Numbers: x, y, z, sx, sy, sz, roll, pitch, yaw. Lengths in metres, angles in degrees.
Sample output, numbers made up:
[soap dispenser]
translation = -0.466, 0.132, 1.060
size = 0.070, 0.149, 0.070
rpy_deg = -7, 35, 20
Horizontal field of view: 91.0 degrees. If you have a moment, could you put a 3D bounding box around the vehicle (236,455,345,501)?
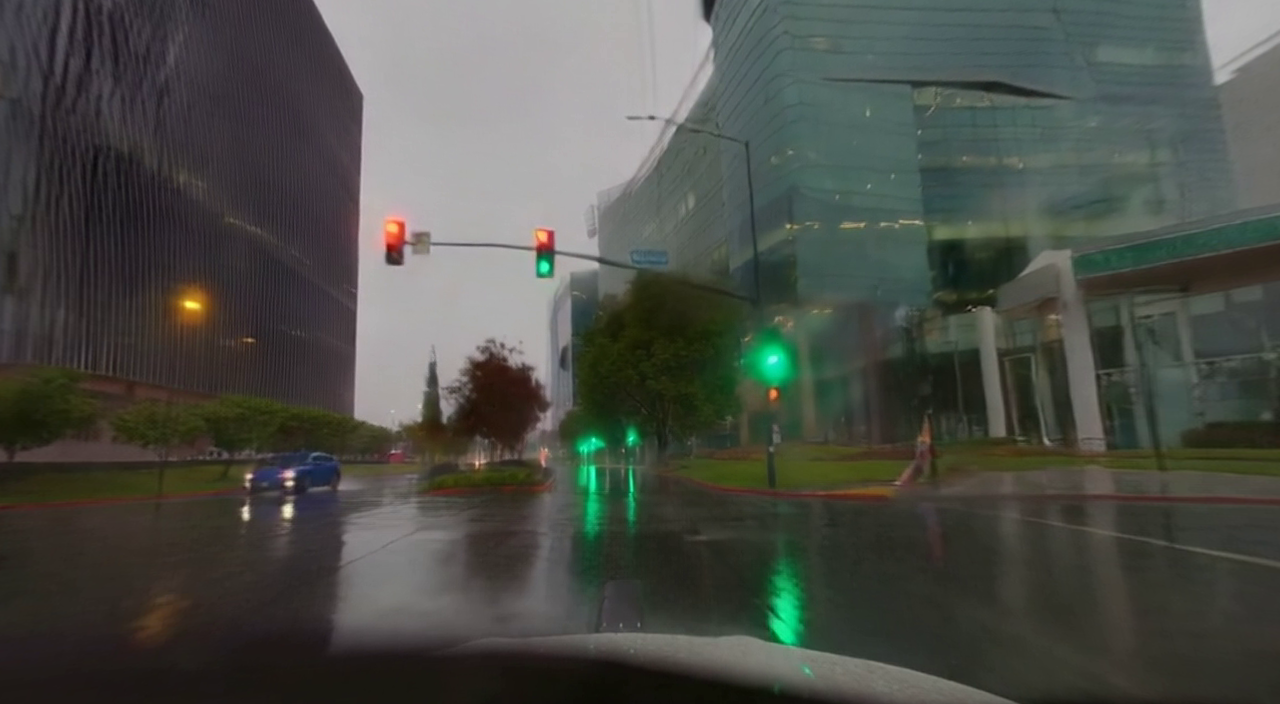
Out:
[vehicle]
translation = -12.878, 4.629, 23.562
size = 1.906, 1.502, 4.396
rpy_deg = 1, -9, -5
